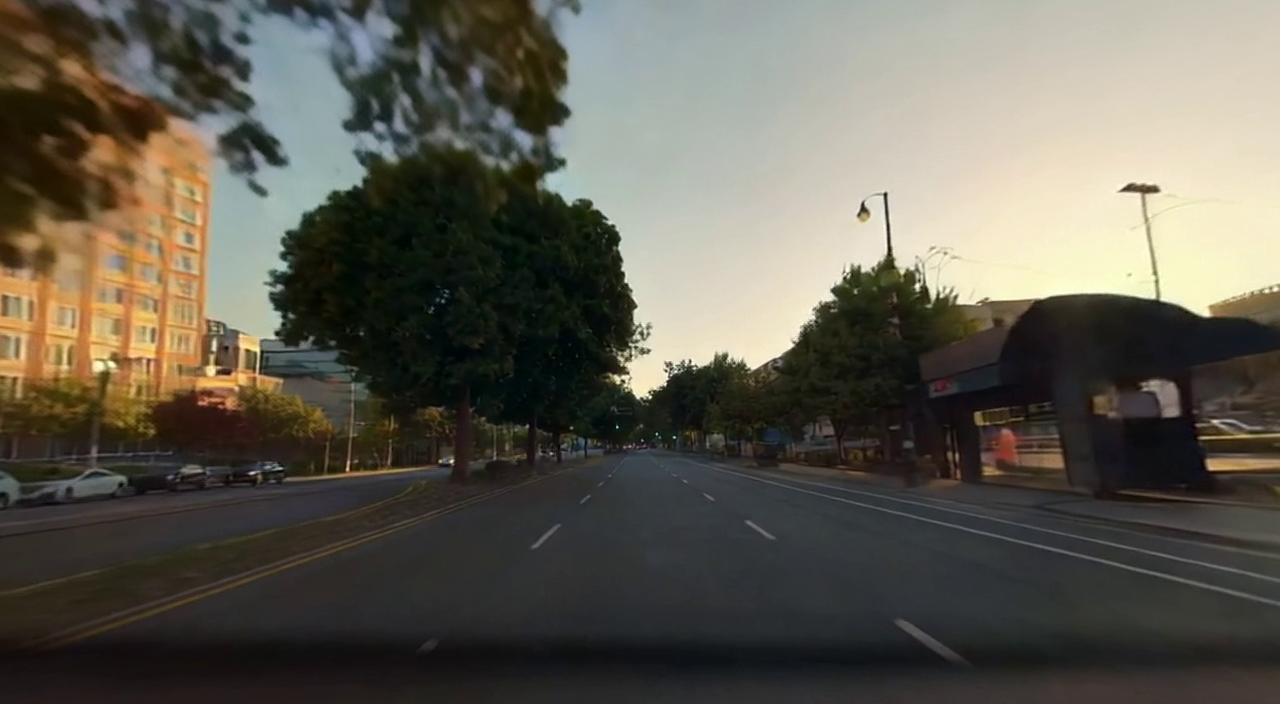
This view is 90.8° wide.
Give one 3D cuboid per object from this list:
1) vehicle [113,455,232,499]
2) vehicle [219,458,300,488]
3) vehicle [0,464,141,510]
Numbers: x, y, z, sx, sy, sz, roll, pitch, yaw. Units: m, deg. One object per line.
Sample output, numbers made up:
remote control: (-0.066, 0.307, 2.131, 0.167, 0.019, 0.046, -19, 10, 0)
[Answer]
vehicle: (-22.131, 5.889, 30.187, 2.043, 1.816, 4.776, 0, -8, -1)
vehicle: (-21.939, 6.980, 36.685, 1.841, 1.505, 4.664, 0, -8, -1)
vehicle: (-22.031, 5.178, 24.538, 1.897, 1.462, 4.278, 0, -8, -3)
